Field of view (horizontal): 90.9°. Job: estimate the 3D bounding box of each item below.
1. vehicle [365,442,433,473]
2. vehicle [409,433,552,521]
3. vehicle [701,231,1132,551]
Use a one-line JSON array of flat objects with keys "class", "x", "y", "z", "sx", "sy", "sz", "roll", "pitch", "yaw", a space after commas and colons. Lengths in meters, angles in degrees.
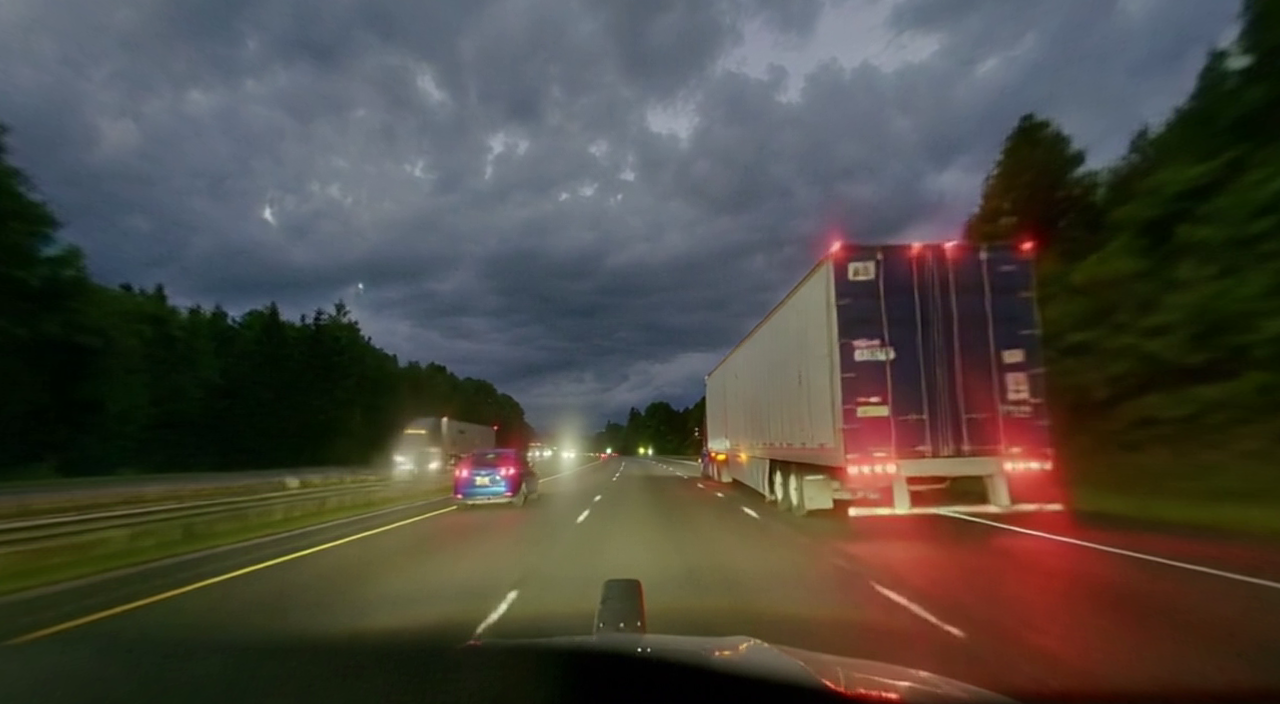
[{"class": "vehicle", "x": -13.214, "y": 5.814, "z": 34.793, "sx": 1.940, "sy": 1.567, "sz": 4.312, "roll": -1, "pitch": -9, "yaw": 1}, {"class": "vehicle", "x": -3.385, "y": 2.758, "z": 14.393, "sx": 2.115, "sy": 1.670, "sz": 4.261, "roll": 0, "pitch": -9, "yaw": 0}, {"class": "vehicle", "x": 4.383, "y": 1.797, "z": 16.991, "sx": 3.532, "sy": 4.201, "sz": 17.611, "roll": 0, "pitch": -9, "yaw": -1}]
